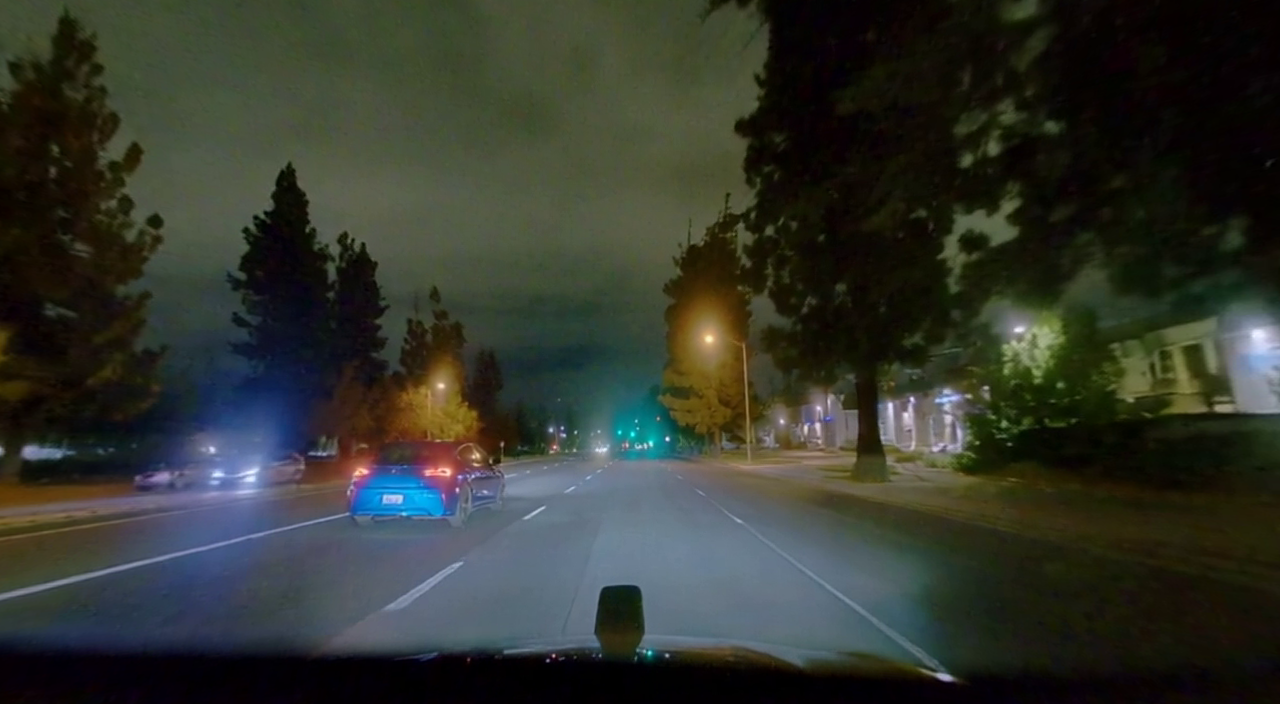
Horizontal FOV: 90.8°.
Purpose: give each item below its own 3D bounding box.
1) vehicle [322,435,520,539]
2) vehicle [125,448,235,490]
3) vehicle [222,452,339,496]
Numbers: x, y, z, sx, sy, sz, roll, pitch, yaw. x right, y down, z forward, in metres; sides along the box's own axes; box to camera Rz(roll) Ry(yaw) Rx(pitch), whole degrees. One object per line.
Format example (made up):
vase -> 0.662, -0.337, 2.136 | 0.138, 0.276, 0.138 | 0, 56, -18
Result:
vehicle -> -3.547, 2.250, 11.212 | 2.005, 1.477, 4.169 | 0, -8, 0
vehicle -> -22.893, 5.820, 31.736 | 1.986, 1.897, 4.636 | 0, -8, 0
vehicle -> -12.698, 4.292, 22.637 | 1.855, 1.373, 3.917 | 0, -8, 0
